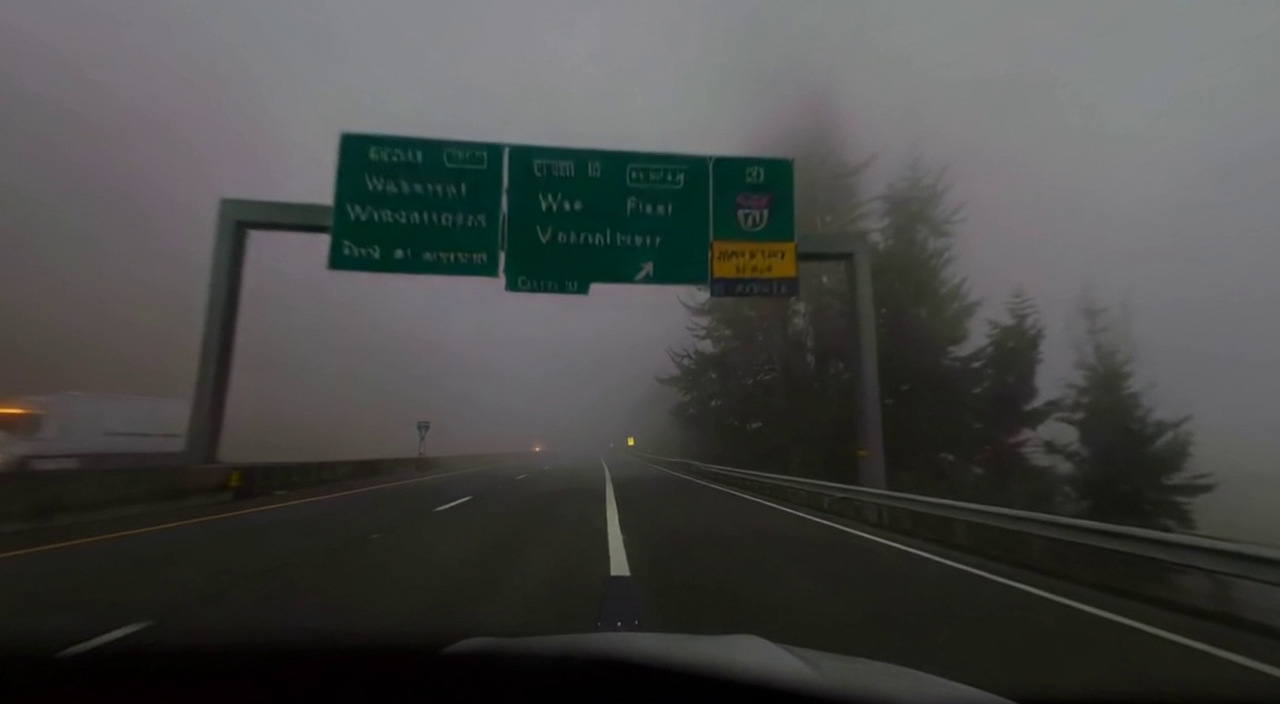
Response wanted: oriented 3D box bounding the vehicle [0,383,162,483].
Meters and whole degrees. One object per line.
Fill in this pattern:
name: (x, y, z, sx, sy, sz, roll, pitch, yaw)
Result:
vehicle: (-19.451, 2.686, 20.119, 2.621, 2.778, 7.284, 0, -9, -3)
